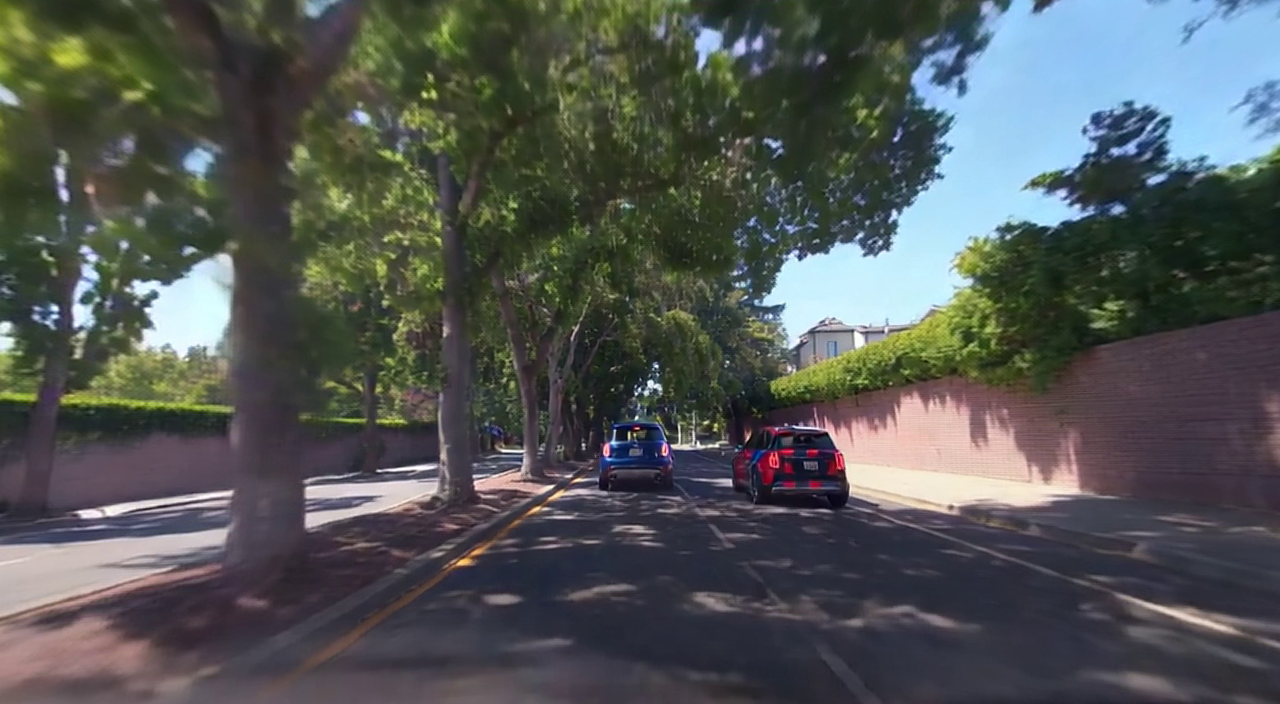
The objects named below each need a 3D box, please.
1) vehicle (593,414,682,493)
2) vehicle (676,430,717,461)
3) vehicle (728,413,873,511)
[{"bbox_3d":[-0.095,2.534,15.861,1.984,1.777,3.148,0,-8,-2],"label":"vehicle"},{"bbox_3d":[3.132,5.243,35.381,1.863,1.610,3.726,0,-8,-1],"label":"vehicle"},{"bbox_3d":[3.140,2.257,13.280,1.840,1.709,4.202,0,-8,-2],"label":"vehicle"}]
